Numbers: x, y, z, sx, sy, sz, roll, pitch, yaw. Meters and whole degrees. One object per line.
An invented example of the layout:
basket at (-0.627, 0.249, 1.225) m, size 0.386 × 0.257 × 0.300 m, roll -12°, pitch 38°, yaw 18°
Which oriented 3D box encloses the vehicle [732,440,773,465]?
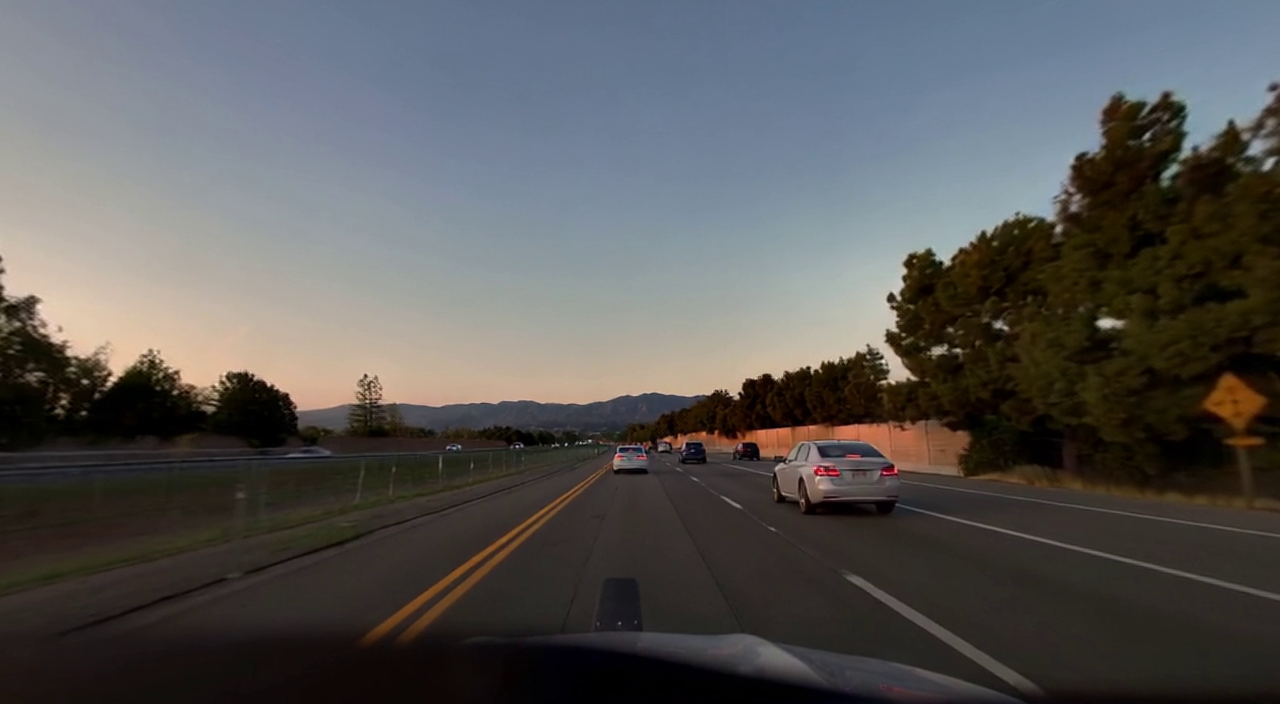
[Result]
vehicle at (7.719, 6.936, 43.577) m, size 1.996 × 1.637 × 3.990 m, roll 0°, pitch -9°, yaw -1°

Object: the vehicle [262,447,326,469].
vehicle at (-24.532, 7.518, 44.863) m, size 2.008 × 1.459 × 4.528 m, roll 0°, pitch -9°, yaw 0°

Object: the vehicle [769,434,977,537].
vehicle at (3.734, 2.212, 11.055) m, size 1.957 × 1.447 × 4.241 m, roll 0°, pitch -9°, yaw -1°

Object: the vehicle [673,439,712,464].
vehicle at (3.780, 7.317, 46.201) m, size 2.436 × 1.704 × 4.694 m, roll 0°, pitch -9°, yaw 0°

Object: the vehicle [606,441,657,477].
vehicle at (-0.359, 4.663, 27.573) m, size 2.085 × 1.449 × 3.860 m, roll 0°, pitch -9°, yaw 0°
